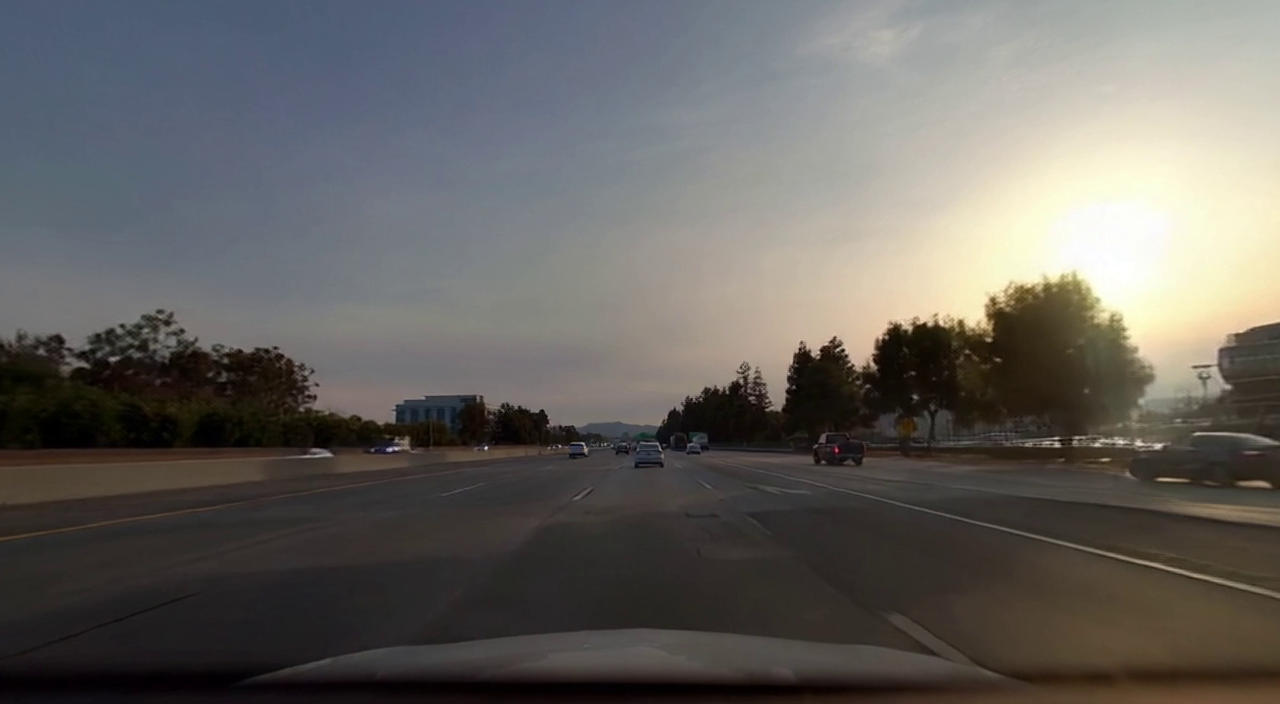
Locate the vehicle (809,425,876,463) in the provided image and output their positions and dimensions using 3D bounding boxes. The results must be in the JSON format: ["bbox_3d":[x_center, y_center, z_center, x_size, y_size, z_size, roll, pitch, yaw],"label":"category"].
[{"bbox_3d":[13.793,6.353,43.485,2.336,2.415,6.056,0,-8,-3],"label":"vehicle"}]

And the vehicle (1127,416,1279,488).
[{"bbox_3d":[18.568,3.044,19.452,2.304,1.951,5.719,0,-8,-3],"label":"vehicle"}]

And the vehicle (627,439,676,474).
[{"bbox_3d":[0.486,4.829,29.354,2.112,1.482,4.082,0,-8,0],"label":"vehicle"}]
